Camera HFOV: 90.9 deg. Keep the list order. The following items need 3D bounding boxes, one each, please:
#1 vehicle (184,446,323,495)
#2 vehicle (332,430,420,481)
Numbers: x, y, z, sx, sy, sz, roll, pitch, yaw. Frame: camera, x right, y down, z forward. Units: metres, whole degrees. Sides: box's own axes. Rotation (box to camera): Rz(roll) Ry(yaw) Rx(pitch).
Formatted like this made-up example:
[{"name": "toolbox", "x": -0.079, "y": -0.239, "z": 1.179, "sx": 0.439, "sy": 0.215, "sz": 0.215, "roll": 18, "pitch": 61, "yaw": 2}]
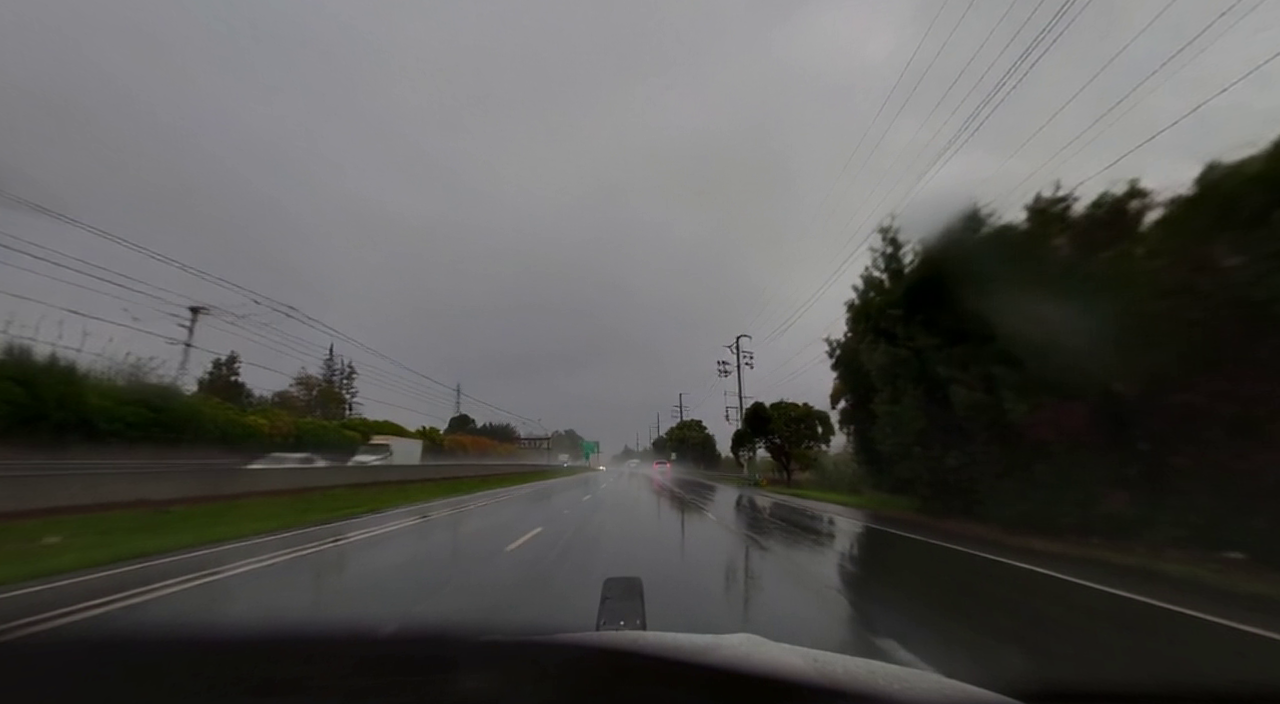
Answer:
[{"name": "vehicle", "x": -12.944, "y": 4.042, "z": 21.510, "sx": 1.888, "sy": 1.464, "sz": 4.492, "roll": 0, "pitch": -10, "yaw": 0}, {"name": "vehicle", "x": -17.194, "y": 6.858, "z": 41.644, "sx": 2.713, "sy": 3.016, "sz": 6.960, "roll": 2, "pitch": -10, "yaw": -1}]
